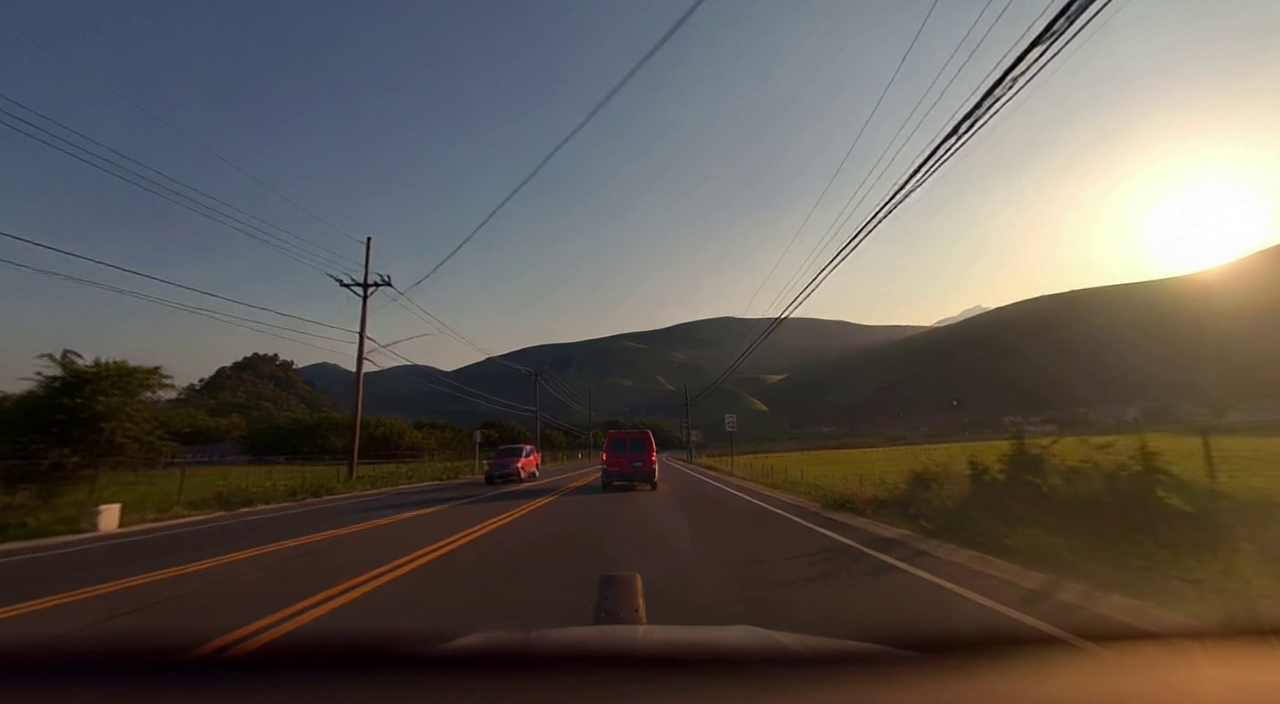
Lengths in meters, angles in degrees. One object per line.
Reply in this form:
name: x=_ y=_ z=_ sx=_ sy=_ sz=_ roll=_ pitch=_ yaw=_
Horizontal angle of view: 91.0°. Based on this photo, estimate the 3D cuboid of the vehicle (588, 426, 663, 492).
vehicle: x=-0.442 y=3.834 z=22.948 sx=2.454 sy=2.144 sz=4.535 roll=0 pitch=-8 yaw=1

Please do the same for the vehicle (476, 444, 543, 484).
vehicle: x=-6.453 y=5.554 z=31.630 sx=2.120 sy=1.804 sz=4.392 roll=-1 pitch=-8 yaw=5
